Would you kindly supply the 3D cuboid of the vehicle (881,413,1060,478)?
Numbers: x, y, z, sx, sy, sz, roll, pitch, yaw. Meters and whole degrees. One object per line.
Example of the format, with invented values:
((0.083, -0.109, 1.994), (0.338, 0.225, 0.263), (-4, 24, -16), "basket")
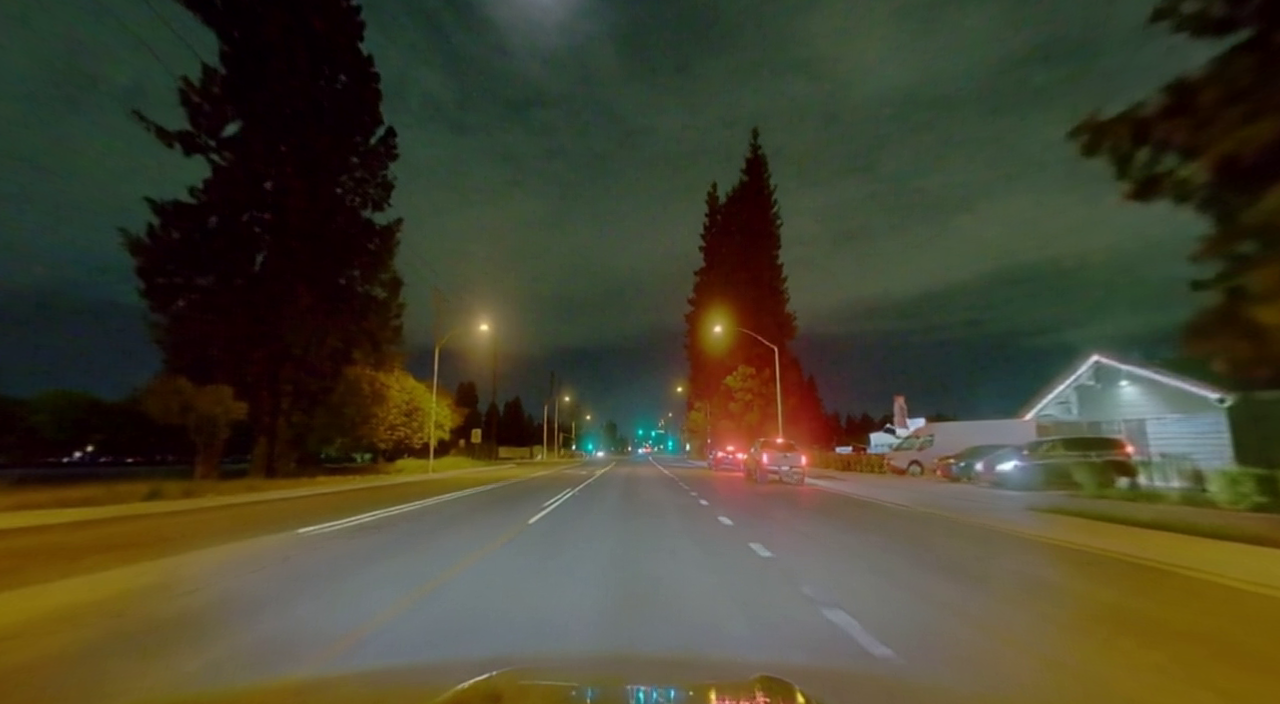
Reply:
((15.771, 4.524, 30.534), (6.969, 2.929, 2.793), (0, -8, 0), "vehicle")

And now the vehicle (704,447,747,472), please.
((5.975, 7.588, 44.731), (2.282, 1.566, 4.705), (-1, -9, -1), "vehicle")

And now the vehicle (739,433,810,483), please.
((6.328, 5.087, 30.523), (2.275, 2.132, 5.726), (0, -9, 2), "vehicle")

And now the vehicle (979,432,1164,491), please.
((14.387, 3.673, 21.319), (4.637, 1.842, 2.016), (0, -9, 2), "vehicle")
